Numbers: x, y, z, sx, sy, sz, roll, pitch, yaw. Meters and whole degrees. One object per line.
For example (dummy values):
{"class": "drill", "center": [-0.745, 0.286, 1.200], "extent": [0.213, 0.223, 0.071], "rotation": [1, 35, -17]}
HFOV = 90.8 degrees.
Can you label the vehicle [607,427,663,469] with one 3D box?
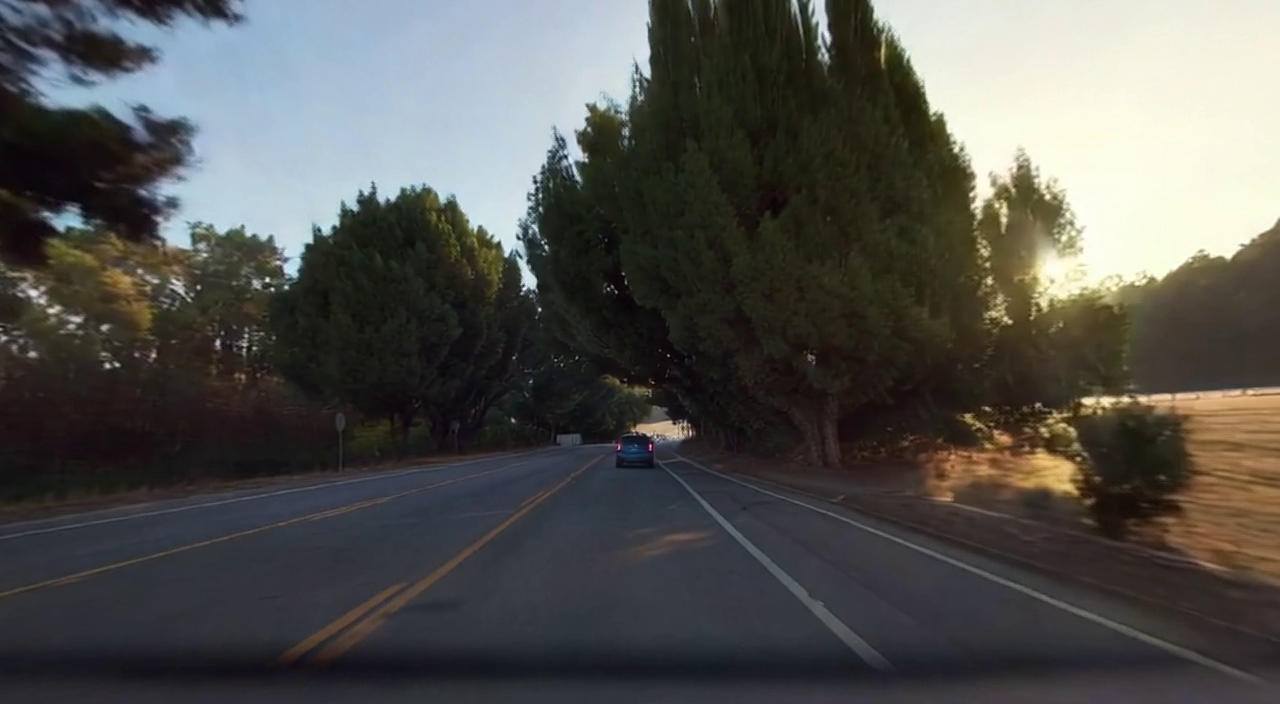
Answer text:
{"class": "vehicle", "center": [-0.249, 4.242, 27.909], "extent": [2.294, 1.708, 4.110], "rotation": [0, -8, -1]}
